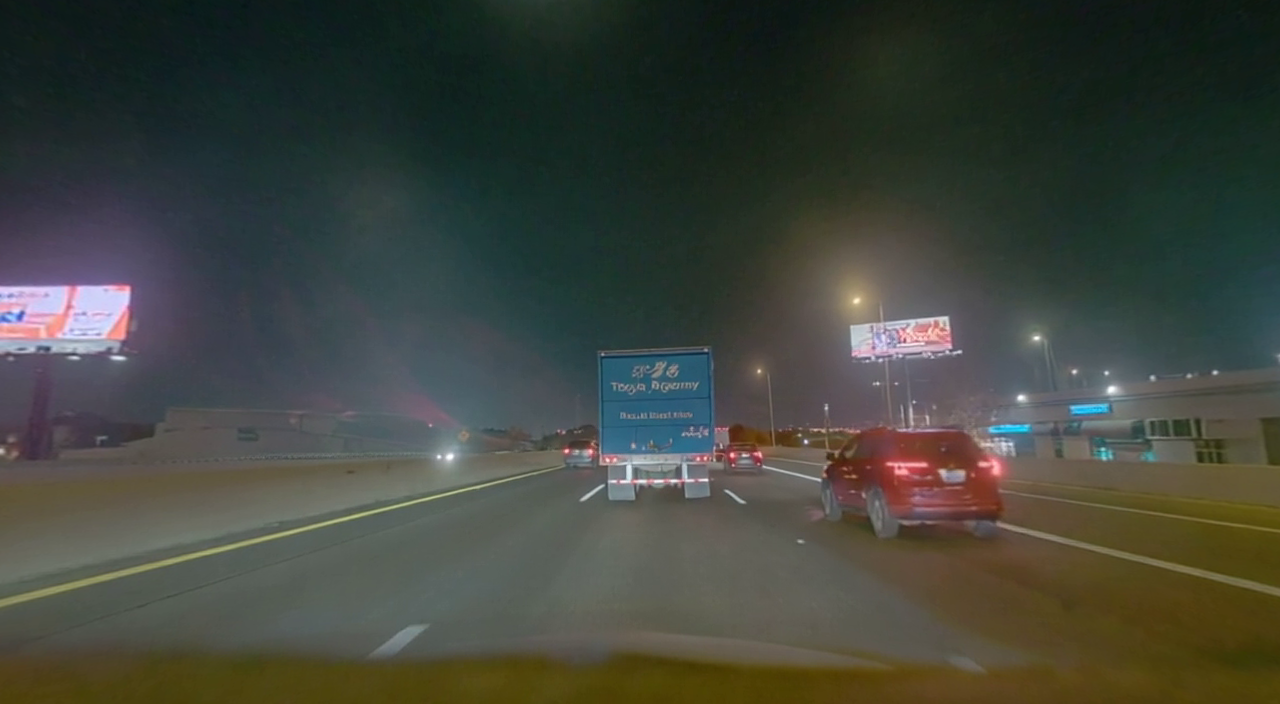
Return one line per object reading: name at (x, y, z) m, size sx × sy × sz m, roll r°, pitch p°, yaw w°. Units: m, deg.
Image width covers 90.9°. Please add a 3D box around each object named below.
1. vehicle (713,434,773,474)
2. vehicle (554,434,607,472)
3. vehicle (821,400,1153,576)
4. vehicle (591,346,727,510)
vehicle at (4.704, 4.717, 29.443) m, size 2.066 × 1.692 × 4.339 m, roll 0°, pitch -8°, yaw 0°
vehicle at (-2.892, 5.029, 31.646) m, size 2.030 × 1.757 × 4.509 m, roll -1°, pitch -8°, yaw 3°
vehicle at (4.062, 1.649, 8.456) m, size 1.986 × 1.718 × 4.296 m, roll 0°, pitch -8°, yaw 0°
vehicle at (0.442, 2.124, 17.109) m, size 2.733 × 3.296 × 8.571 m, roll -1°, pitch -8°, yaw 1°
